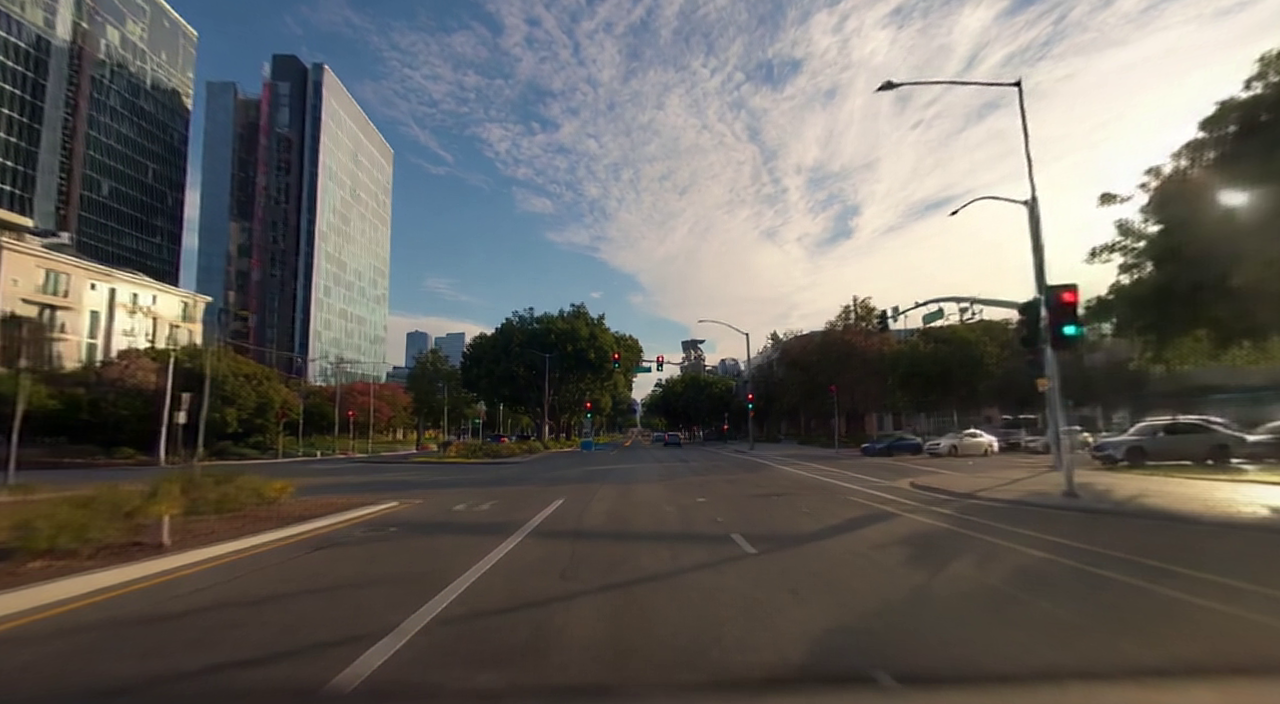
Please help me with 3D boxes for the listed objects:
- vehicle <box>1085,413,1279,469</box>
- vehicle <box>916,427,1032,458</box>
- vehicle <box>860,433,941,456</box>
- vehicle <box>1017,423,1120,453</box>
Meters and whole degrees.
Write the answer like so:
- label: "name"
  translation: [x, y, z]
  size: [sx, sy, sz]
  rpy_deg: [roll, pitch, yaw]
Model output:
- label: "vehicle"
  translation: [19.455, 3.200, 22.753]
  size: [5.212, 1.864, 2.044]
  rpy_deg: [0, -8, 0]
- label: "vehicle"
  translation: [17.267, 4.687, 32.817]
  size: [4.916, 1.504, 1.846]
  rpy_deg: [0, -8, -1]
- label: "vehicle"
  translation: [15.381, 5.484, 37.447]
  size: [4.046, 1.306, 1.719]
  rpy_deg: [-1, -8, 4]
- label: "vehicle"
  translation: [25.592, 5.168, 37.858]
  size: [4.571, 1.698, 1.977]
  rpy_deg: [-1, -8, 4]
